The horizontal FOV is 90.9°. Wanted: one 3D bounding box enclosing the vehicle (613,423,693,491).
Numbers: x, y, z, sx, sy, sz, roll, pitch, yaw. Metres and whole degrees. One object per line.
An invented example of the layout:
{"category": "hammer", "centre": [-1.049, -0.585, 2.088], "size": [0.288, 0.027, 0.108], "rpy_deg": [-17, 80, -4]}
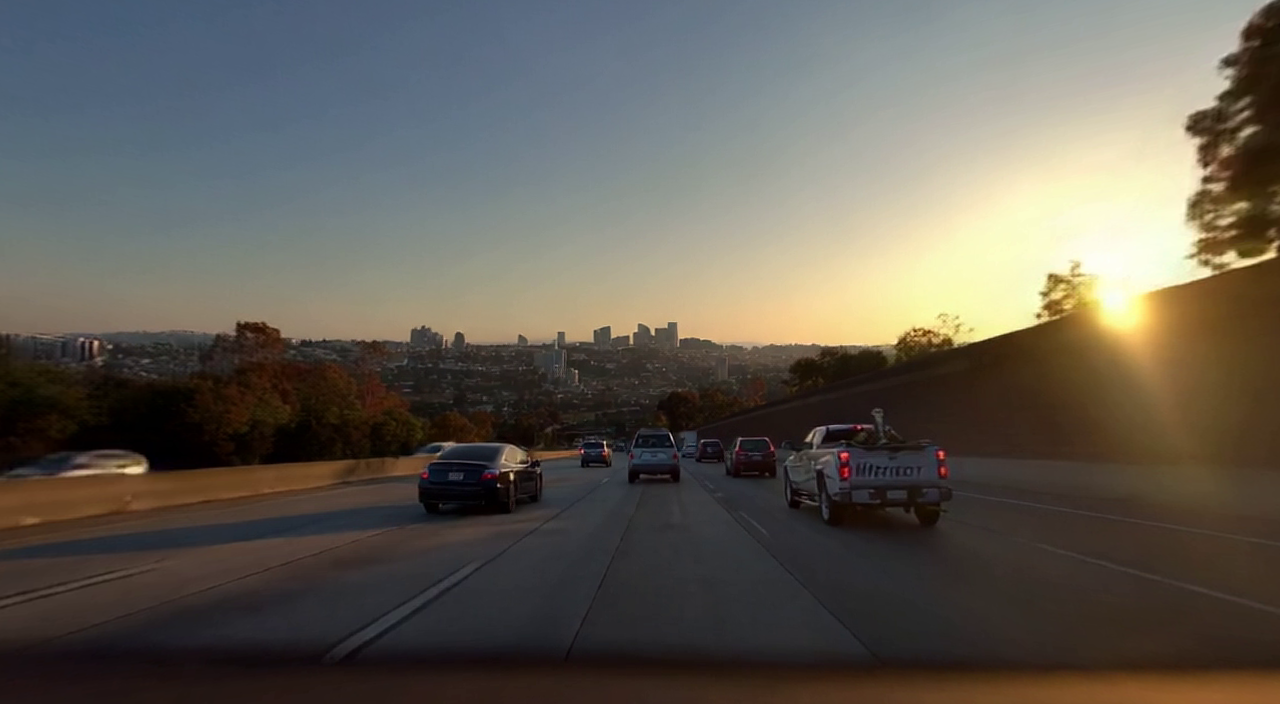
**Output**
{"category": "vehicle", "centre": [0.397, 3.197, 19.501], "size": [2.153, 1.805, 4.631], "rpy_deg": [-1, -8, 1]}

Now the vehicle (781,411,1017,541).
{"category": "vehicle", "centre": [3.944, 1.972, 10.688], "size": [2.156, 1.701, 4.494], "rpy_deg": [-1, -8, 1]}

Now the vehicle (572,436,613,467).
{"category": "vehicle", "centre": [-2.763, 5.874, 37.481], "size": [1.951, 1.694, 4.188], "rpy_deg": [-1, -8, 3]}

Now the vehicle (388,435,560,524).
{"category": "vehicle", "centre": [-3.052, 2.465, 12.888], "size": [1.965, 1.443, 4.968], "rpy_deg": [-1, -8, 3]}

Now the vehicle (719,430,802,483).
{"category": "vehicle", "centre": [4.090, 3.630, 22.184], "size": [2.094, 1.676, 4.309], "rpy_deg": [-1, -8, 1]}

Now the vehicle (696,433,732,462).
{"category": "vehicle", "centre": [4.852, 6.318, 41.899], "size": [2.039, 1.832, 3.989], "rpy_deg": [-1, -8, 2]}

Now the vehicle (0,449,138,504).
{"category": "vehicle", "centre": [-20.981, 4.396, 22.725], "size": [1.950, 1.718, 4.492], "rpy_deg": [-1, -8, 2]}
